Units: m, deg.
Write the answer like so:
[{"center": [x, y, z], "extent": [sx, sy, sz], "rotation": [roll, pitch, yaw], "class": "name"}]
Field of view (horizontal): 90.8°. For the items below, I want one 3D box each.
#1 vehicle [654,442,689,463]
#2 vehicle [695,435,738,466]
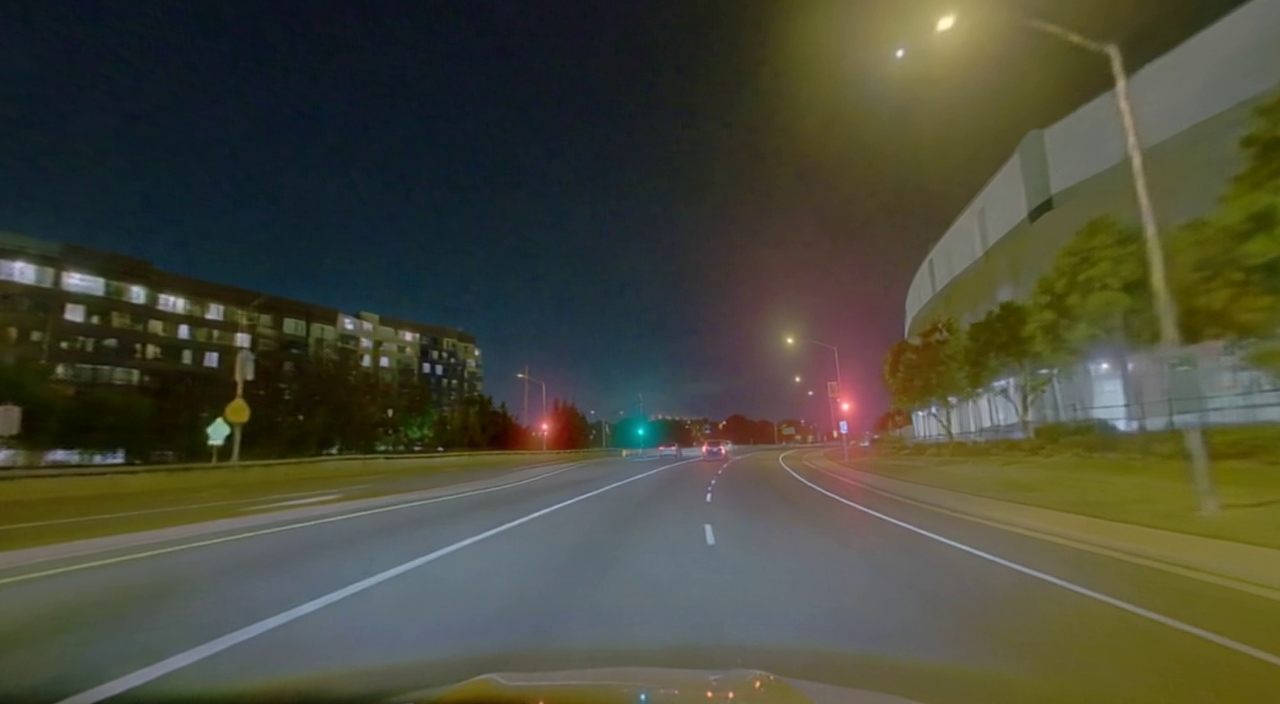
[{"center": [2.456, 7.650, 48.262], "extent": [1.952, 1.472, 4.312], "rotation": [-2, -9, 12], "class": "vehicle"}, {"center": [5.096, 6.462, 41.477], "extent": [2.356, 1.931, 4.840], "rotation": [-2, -9, 11], "class": "vehicle"}]
